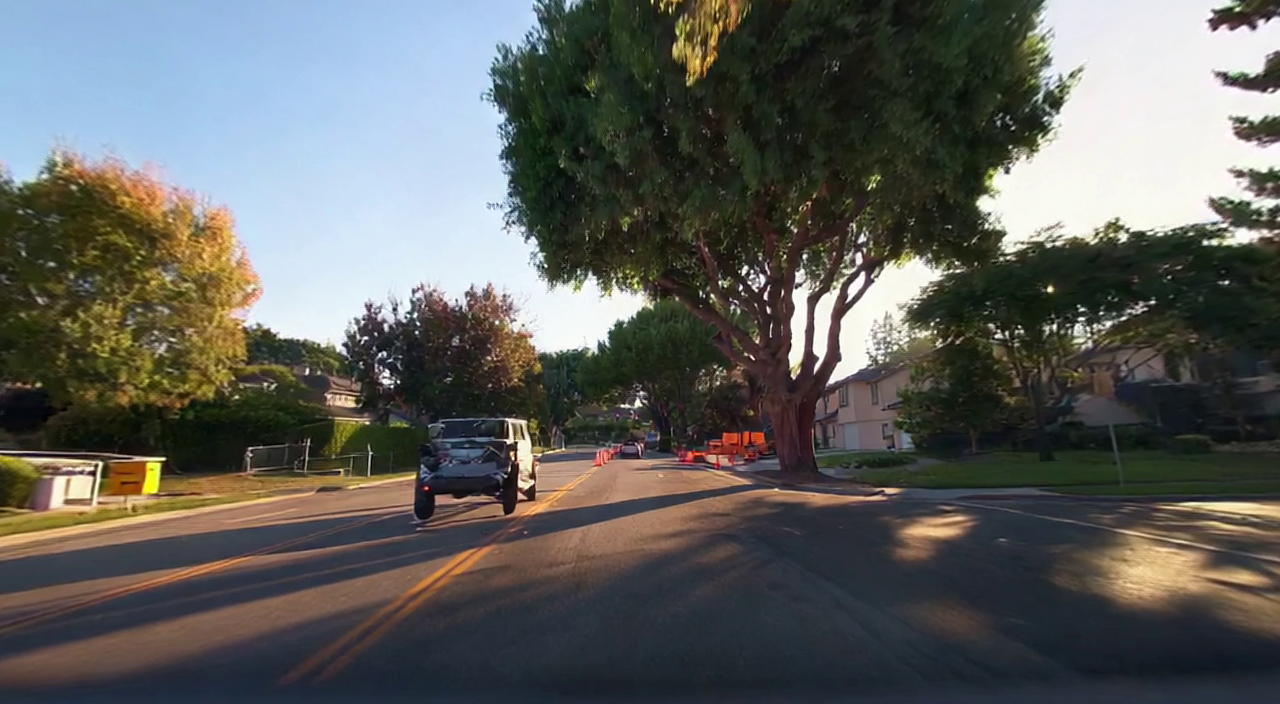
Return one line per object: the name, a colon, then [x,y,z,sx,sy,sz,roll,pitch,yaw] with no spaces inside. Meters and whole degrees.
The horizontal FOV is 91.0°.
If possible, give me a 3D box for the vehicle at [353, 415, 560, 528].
vehicle: [-3.633,2.577,14.312,2.742,1.962,6.409,0,-8,0]
